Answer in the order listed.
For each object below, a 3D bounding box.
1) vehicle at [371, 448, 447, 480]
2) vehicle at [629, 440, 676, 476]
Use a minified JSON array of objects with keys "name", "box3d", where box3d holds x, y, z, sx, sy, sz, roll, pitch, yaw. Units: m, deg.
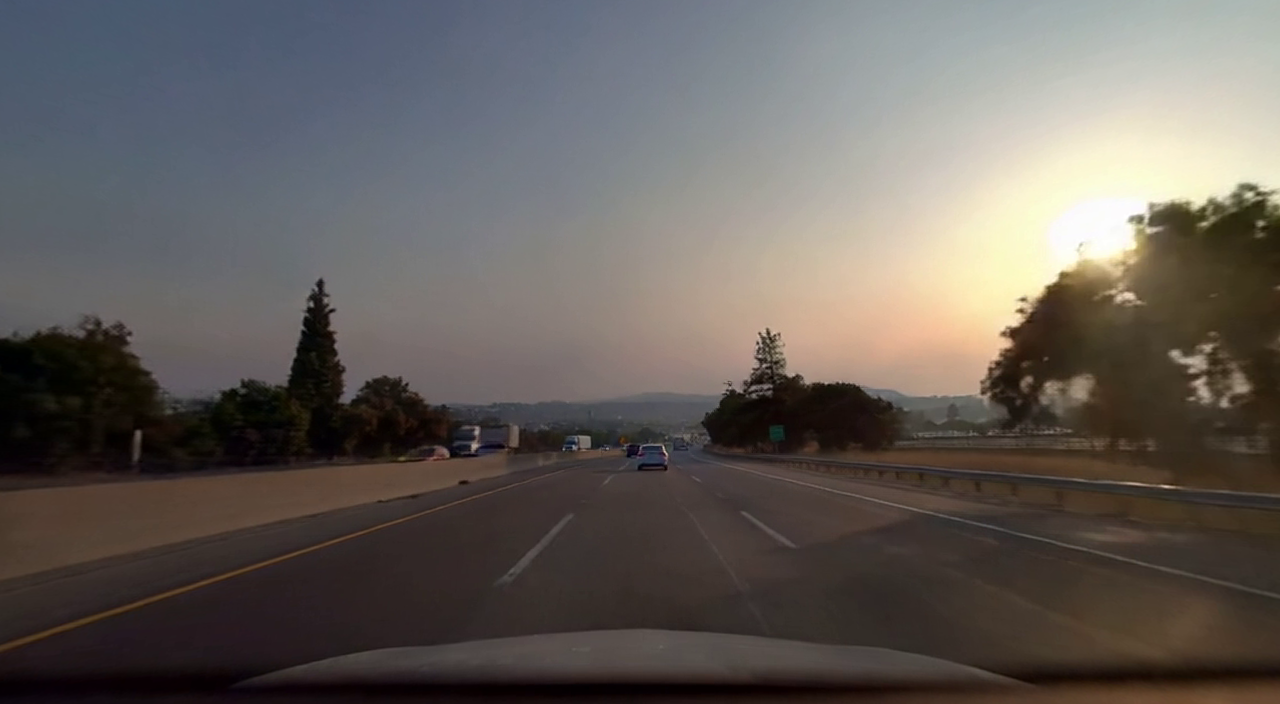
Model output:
[{"name":"vehicle","box3d":[-11.582,5.642,31.995,2.000,1.475,4.738,0,-9,1]},{"name":"vehicle","box3d":[0.645,5.389,32.279,2.231,1.652,4.503,0,-9,1]}]
